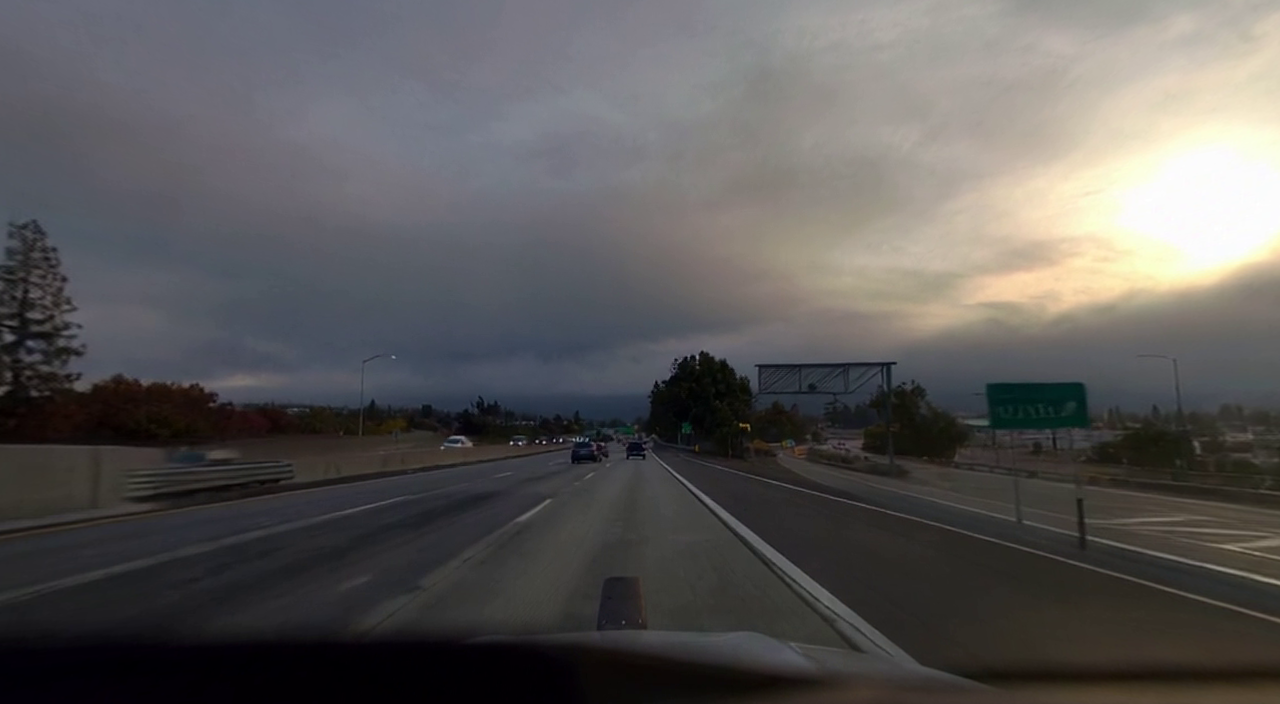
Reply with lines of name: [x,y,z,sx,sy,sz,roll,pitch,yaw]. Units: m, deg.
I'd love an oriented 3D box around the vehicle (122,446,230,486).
vehicle: [-17.029,4.163,23.351,1.457,1.357,3.245,0,-8,1]

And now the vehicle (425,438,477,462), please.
vehicle: [-13.069,6.811,43.920,2.289,1.607,4.231,0,-8,0]

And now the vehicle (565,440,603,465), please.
vehicle: [-3.596,6.487,41.069,2.067,1.509,4.551,0,-8,0]

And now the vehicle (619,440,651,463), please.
vehicle: [-0.321,6.920,44.023,2.100,1.471,3.956,0,-8,0]
